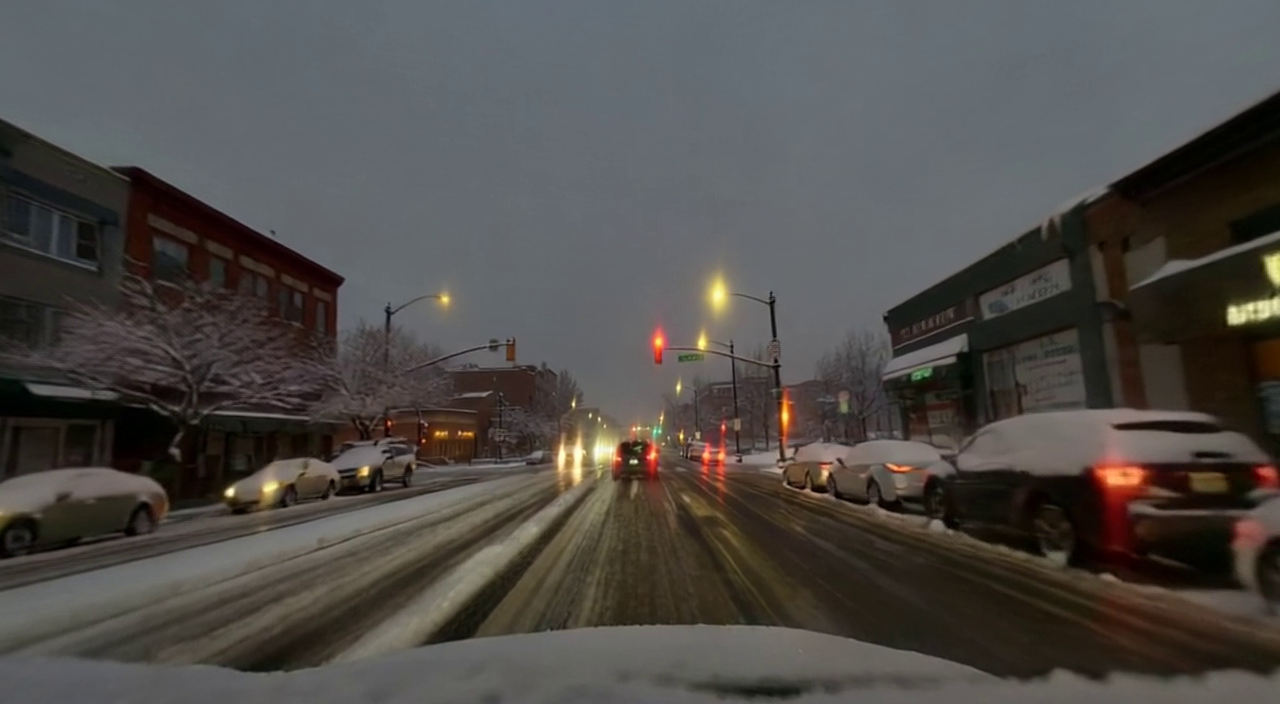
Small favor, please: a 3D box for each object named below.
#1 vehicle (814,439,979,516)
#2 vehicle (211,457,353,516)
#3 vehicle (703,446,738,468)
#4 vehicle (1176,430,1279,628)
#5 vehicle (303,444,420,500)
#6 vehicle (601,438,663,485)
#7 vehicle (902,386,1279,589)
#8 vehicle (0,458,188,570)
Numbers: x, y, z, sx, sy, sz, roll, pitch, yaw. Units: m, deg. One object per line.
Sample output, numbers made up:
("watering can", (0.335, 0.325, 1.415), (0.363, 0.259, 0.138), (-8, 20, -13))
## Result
("vehicle", (5.698, 2.805, 14.734), (1.891, 1.489, 4.344), (0, -8, -2))
("vehicle", (-11.098, 4.159, 20.050), (1.868, 1.502, 4.626), (0, -8, -1))
("vehicle", (5.717, 7.544, 45.488), (1.859, 1.470, 4.476), (0, -8, -1))
("vehicle", (5.856, 1.161, 3.538), (1.854, 1.498, 4.295), (0, -8, -1))
("vehicle", (-11.314, 4.860, 26.303), (2.240, 2.052, 5.872), (0, -8, 0))
("vehicle", (-0.275, 4.020, 23.608), (2.086, 1.575, 4.205), (0, -8, 0))
("vehicle", (5.795, 1.677, 8.684), (2.201, 1.972, 4.845), (0, -8, -1))
("vehicle", (-11.091, 2.958, 11.784), (1.920, 1.498, 4.591), (-5, -6, 2))
